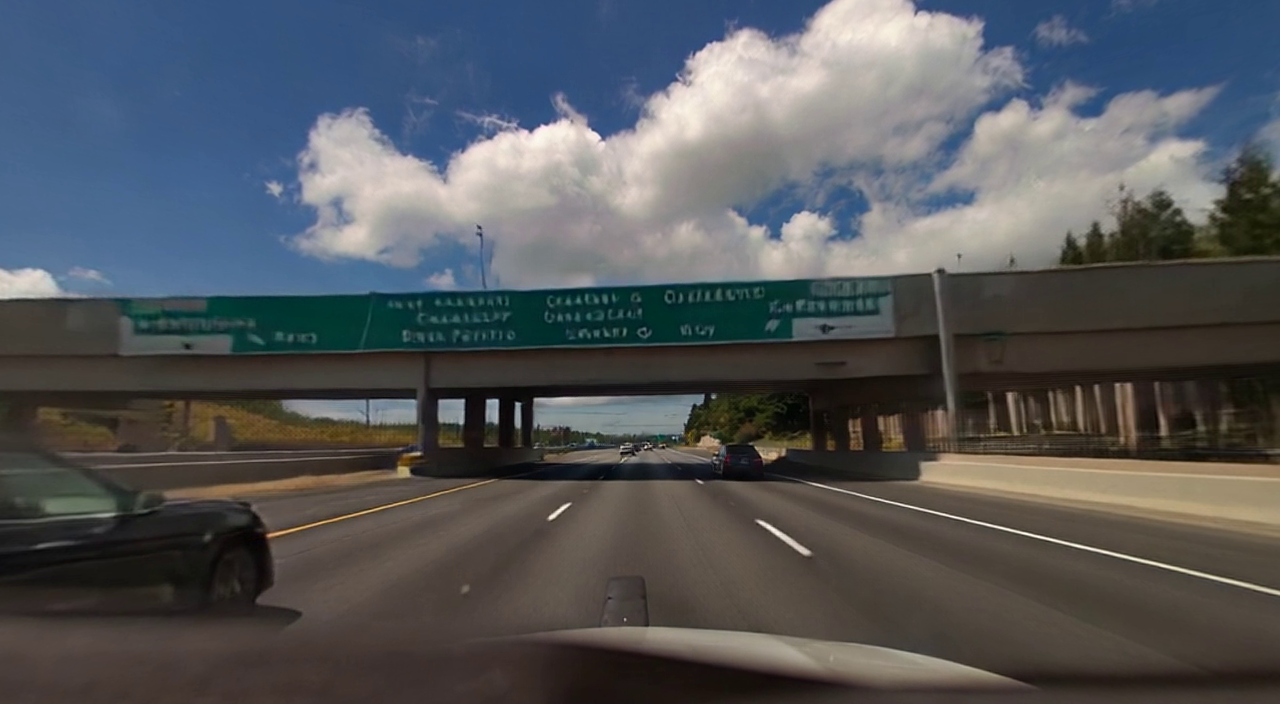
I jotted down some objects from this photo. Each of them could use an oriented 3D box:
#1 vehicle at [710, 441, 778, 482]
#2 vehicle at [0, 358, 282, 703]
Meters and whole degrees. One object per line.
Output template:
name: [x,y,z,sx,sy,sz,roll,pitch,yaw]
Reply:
vehicle: [4.025,4.289,25.079,1.908,1.483,4.259,0,-8,-1]
vehicle: [-3.799,0.813,2.120,2.259,1.706,4.924,0,-8,0]
